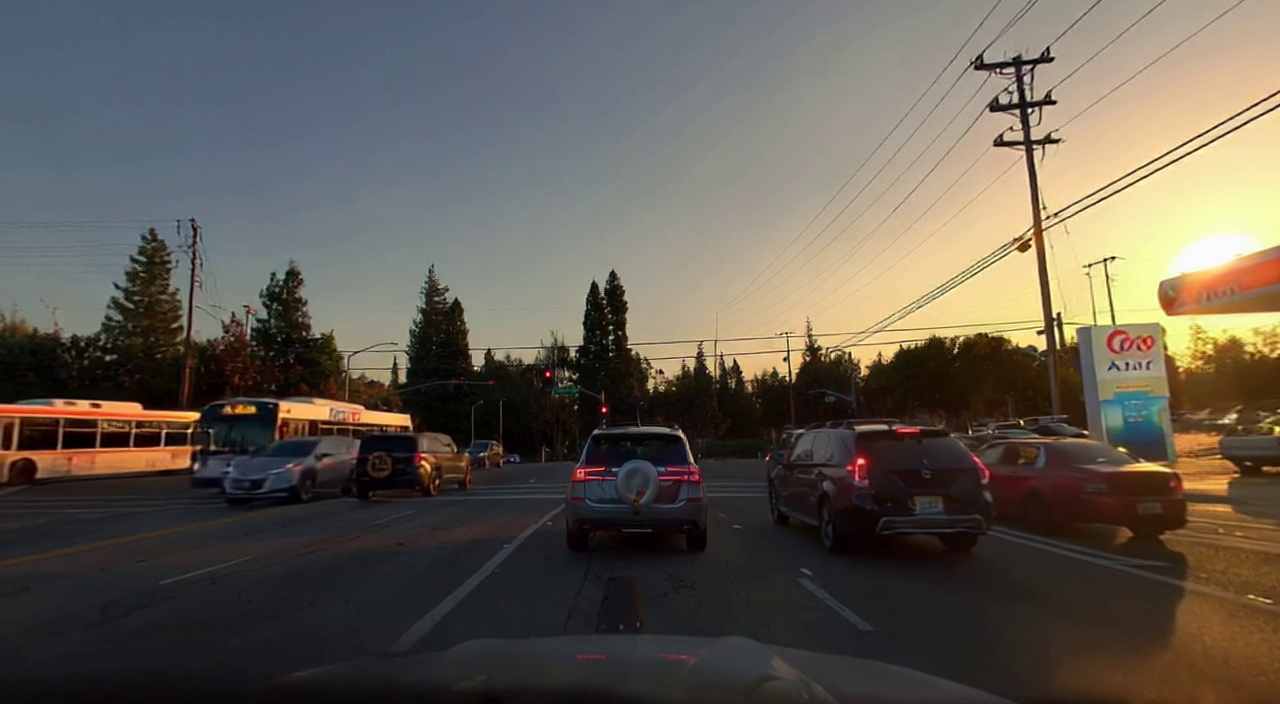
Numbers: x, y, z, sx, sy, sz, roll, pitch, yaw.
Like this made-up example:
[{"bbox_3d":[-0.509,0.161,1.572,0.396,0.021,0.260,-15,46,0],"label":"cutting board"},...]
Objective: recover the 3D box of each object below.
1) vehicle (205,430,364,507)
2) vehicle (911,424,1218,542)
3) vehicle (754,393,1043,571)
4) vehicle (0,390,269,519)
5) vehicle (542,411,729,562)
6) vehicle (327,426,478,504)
[{"bbox_3d":[-10.219,3.365,18.693,2.163,1.812,4.686,-4,-8,-2],"label":"vehicle"},{"bbox_3d":[6.445,2.024,10.442,1.829,1.494,4.552,0,-8,-1],"label":"vehicle"},{"bbox_3d":[3.041,1.642,8.664,2.049,1.813,4.245,0,-9,-1],"label":"vehicle"},{"bbox_3d":[-18.902,3.674,23.012,3.010,3.475,12.655,0,-9,0],"label":"vehicle"},{"bbox_3d":[-0.104,1.818,9.195,2.087,1.677,4.053,0,-9,-2],"label":"vehicle"},{"bbox_3d":[-6.204,3.018,17.319,2.190,1.795,4.993,0,-9,0],"label":"vehicle"}]
